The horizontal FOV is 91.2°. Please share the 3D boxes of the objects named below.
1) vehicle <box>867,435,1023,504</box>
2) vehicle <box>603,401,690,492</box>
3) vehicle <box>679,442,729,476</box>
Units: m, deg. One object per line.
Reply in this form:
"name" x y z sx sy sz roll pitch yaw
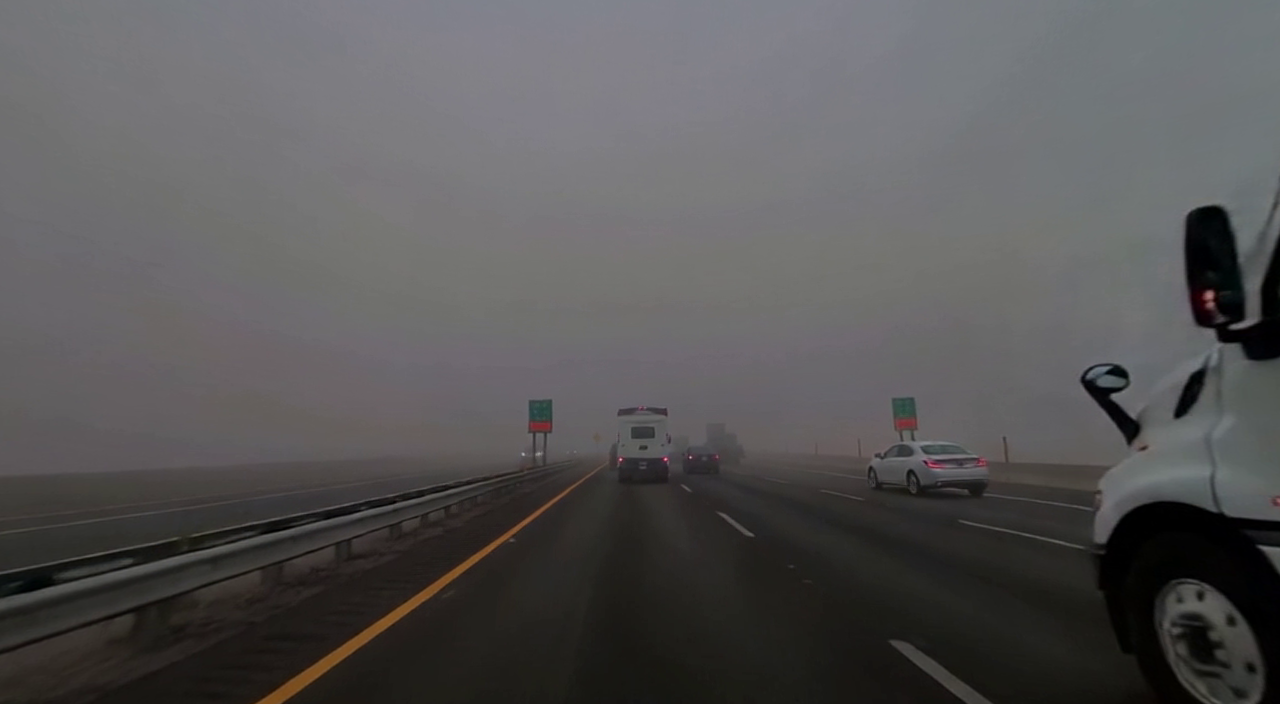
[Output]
"vehicle" 7.548 2.937 16.022 1.988 1.534 3.763 0 -9 -2
"vehicle" 0.424 3.353 22.244 2.506 2.743 6.093 -1 -9 6
"vehicle" 3.257 5.529 32.557 2.127 1.642 3.899 0 -9 -1
